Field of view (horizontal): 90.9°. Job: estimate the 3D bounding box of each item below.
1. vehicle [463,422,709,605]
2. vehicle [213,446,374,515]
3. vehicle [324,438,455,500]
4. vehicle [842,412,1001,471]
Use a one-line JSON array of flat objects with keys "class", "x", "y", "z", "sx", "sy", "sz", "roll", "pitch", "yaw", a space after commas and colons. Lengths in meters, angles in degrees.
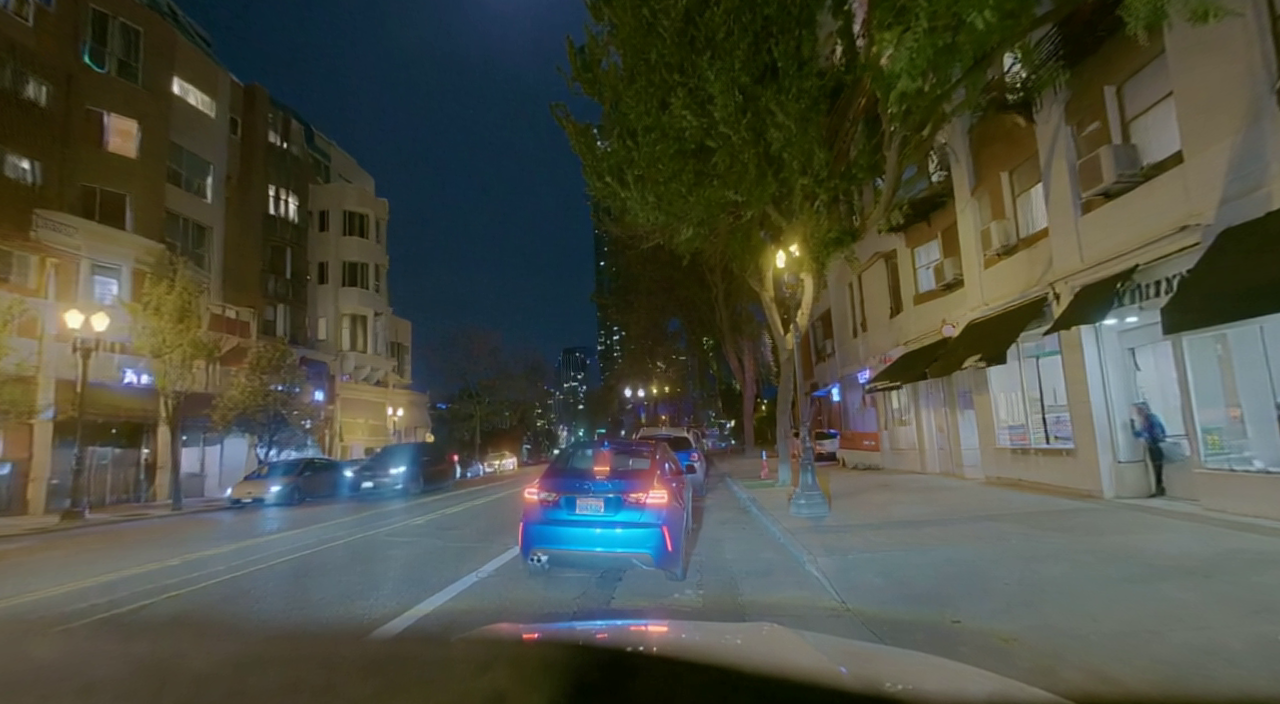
[{"class": "vehicle", "x": -0.272, "y": 1.631, "z": 7.292, "sx": 1.939, "sy": 1.478, "sz": 3.922, "roll": -1, "pitch": -8, "yaw": 9}, {"class": "vehicle", "x": -11.006, "y": 4.067, "z": 20.591, "sx": 2.081, "sy": 1.718, "sz": 5.342, "roll": -6, "pitch": -9, "yaw": 3}, {"class": "vehicle", "x": -8.034, "y": 3.766, "z": 20.755, "sx": 2.054, "sy": 1.772, "sz": 4.276, "roll": -3, "pitch": -9, "yaw": 9}, {"class": "vehicle", "x": 9.020, "y": 2.832, "z": 20.216, "sx": 4.558, "sy": 1.528, "sz": 1.915, "roll": 0, "pitch": -8, "yaw": -23}]
